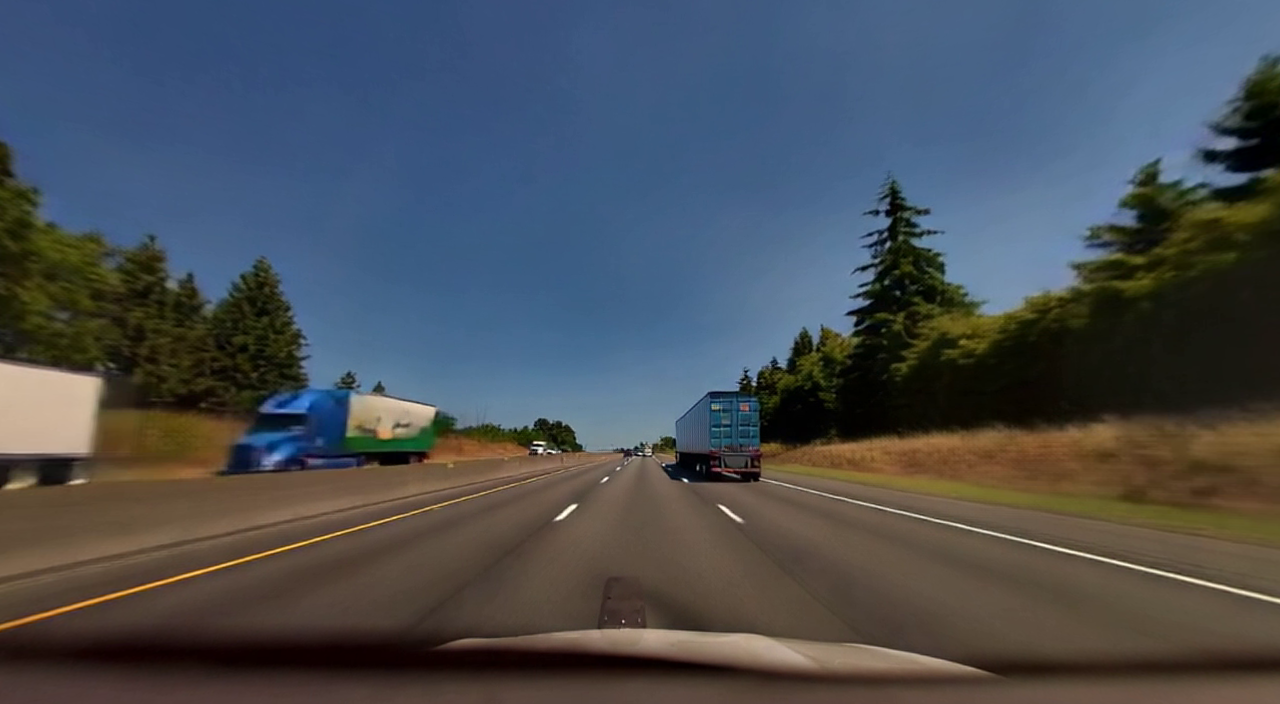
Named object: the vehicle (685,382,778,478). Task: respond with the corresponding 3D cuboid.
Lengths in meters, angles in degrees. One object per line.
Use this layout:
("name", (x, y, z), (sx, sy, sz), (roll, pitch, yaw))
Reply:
("vehicle", (4.428, 4.380, 33.872), (2.784, 4.080, 13.516), (-1, -9, -1))

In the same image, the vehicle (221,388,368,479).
("vehicle", (-14.915, 3.666, 27.871), (2.998, 3.583, 5.940), (0, -9, 0))
